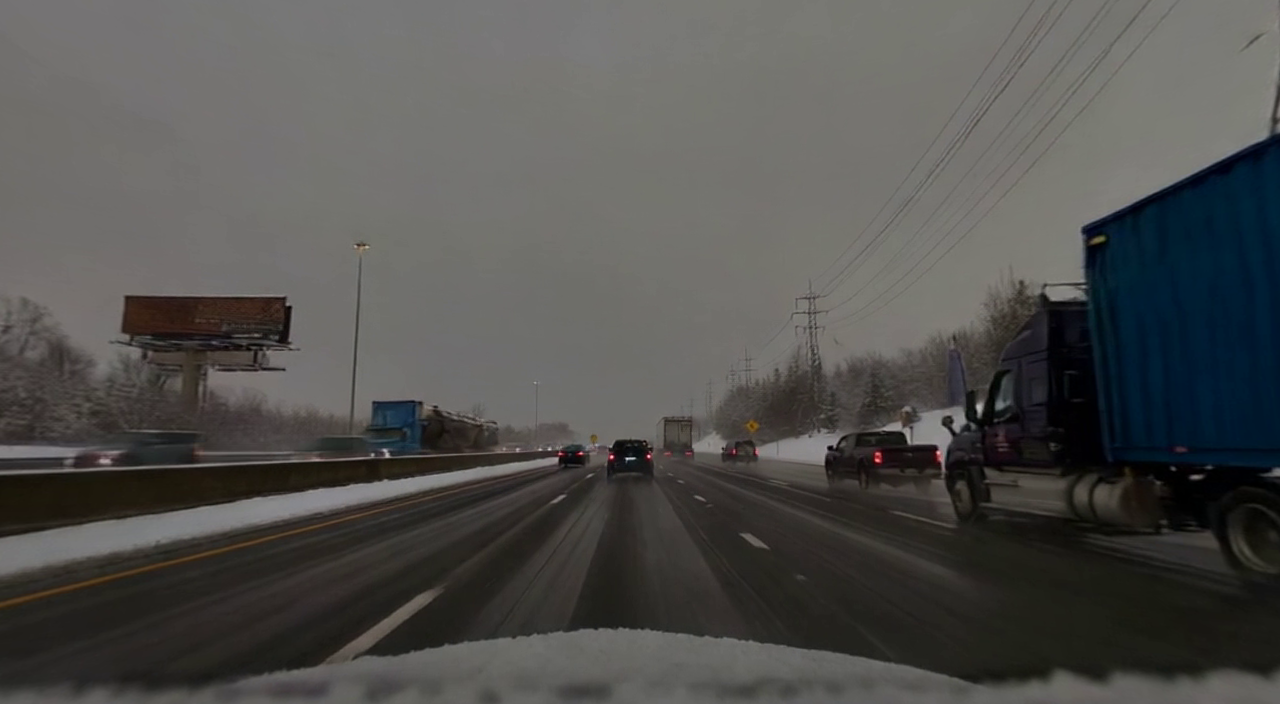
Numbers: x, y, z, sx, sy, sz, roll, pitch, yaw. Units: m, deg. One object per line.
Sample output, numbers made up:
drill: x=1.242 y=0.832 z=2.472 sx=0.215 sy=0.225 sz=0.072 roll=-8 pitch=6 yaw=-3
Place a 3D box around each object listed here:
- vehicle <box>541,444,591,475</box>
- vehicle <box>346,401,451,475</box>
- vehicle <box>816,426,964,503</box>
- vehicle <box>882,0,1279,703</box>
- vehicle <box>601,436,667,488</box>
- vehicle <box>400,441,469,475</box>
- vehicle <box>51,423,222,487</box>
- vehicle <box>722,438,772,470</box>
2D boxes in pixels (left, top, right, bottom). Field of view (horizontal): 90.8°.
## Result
vehicle: x=-3.810 y=5.626 z=33.284 sx=2.025 sy=1.498 sz=4.675 roll=0 pitch=-9 yaw=0
vehicle: x=-14.087 y=5.189 z=37.764 sx=3.075 sy=3.927 sz=8.116 roll=0 pitch=-9 yaw=0
vehicle: x=6.892 y=3.174 z=18.202 sx=2.086 sy=1.862 sz=5.232 roll=0 pitch=-9 yaw=0
vehicle: x=3.554 y=-0.438 z=0.892 sx=3.013 sy=3.940 sz=7.933 roll=0 pitch=-9 yaw=-2
vehicle: x=-0.219 y=3.981 z=23.132 sx=2.191 sy=1.685 sz=4.015 roll=0 pitch=-9 yaw=0
vehicle: x=-10.771 y=5.589 z=33.472 sx=2.043 sy=1.628 sz=4.675 roll=0 pitch=-9 yaw=1
vehicle: x=-20.843 y=4.315 z=26.682 sx=2.247 sy=2.391 sz=5.960 roll=0 pitch=-9 yaw=0
vehicle: x=7.027 y=6.801 z=42.265 sx=2.302 sy=1.973 sz=5.502 roll=0 pitch=-9 yaw=-1
